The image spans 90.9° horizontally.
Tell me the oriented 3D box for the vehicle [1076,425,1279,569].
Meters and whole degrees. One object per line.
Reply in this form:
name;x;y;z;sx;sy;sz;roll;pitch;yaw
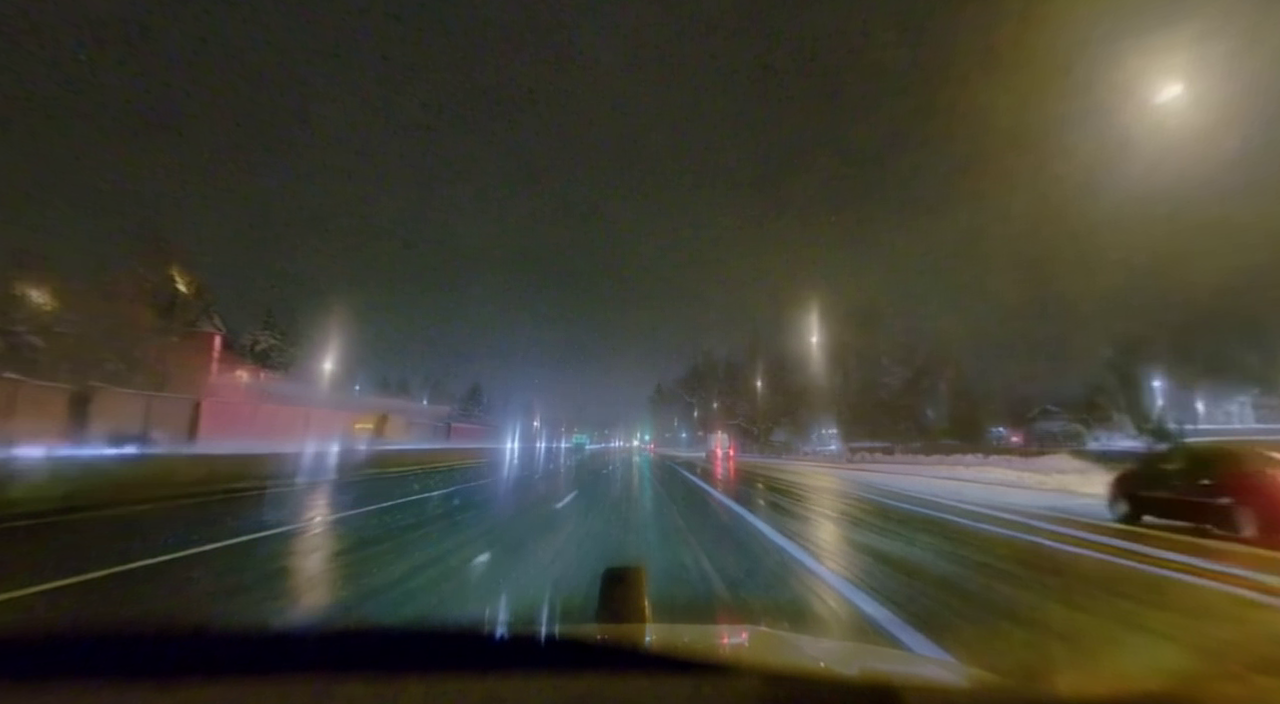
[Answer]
vehicle;7.838;1.654;7.423;2.031;1.524;4.657;0;-8;0

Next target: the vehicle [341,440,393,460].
vehicle;-21.523;7.724;49.915;1.936;1.478;4.875;0;-8;1
